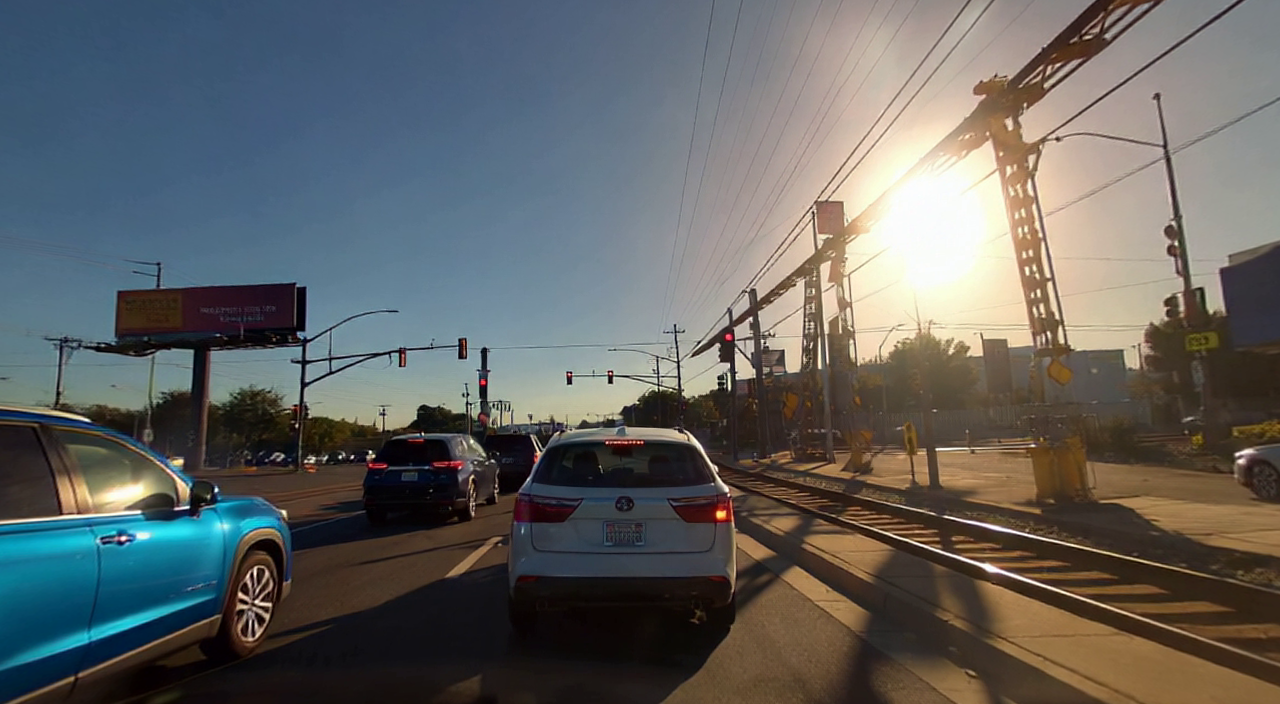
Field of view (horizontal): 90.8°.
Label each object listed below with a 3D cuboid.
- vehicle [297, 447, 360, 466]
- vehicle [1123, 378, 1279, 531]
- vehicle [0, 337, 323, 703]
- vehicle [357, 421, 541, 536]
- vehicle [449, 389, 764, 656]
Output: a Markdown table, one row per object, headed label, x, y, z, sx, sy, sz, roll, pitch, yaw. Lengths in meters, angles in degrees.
| label | x | y | z | sx | sy | sz | roll | pitch | yaw |
| --- | --- | --- | --- | --- | --- | --- | --- | --- | --- |
| vehicle | -24.199 | 8.090 | 49.079 | 4.357 | 1.444 | 1.842 | -3 | -9 | 19 |
| vehicle | 9.608 | 1.316 | 8.205 | 5.060 | 1.702 | 2.033 | 1 | -9 | -4 |
| vehicle | -3.925 | 0.890 | 3.130 | 2.052 | 1.814 | 5.184 | 0 | -9 | -1 |
| vehicle | -3.154 | 2.185 | 11.511 | 1.988 | 1.678 | 4.317 | 0 | -9 | 0 |
| vehicle | -0.216 | 1.377 | 5.996 | 2.025 | 1.723 | 3.644 | 0 | -9 | 0 |
